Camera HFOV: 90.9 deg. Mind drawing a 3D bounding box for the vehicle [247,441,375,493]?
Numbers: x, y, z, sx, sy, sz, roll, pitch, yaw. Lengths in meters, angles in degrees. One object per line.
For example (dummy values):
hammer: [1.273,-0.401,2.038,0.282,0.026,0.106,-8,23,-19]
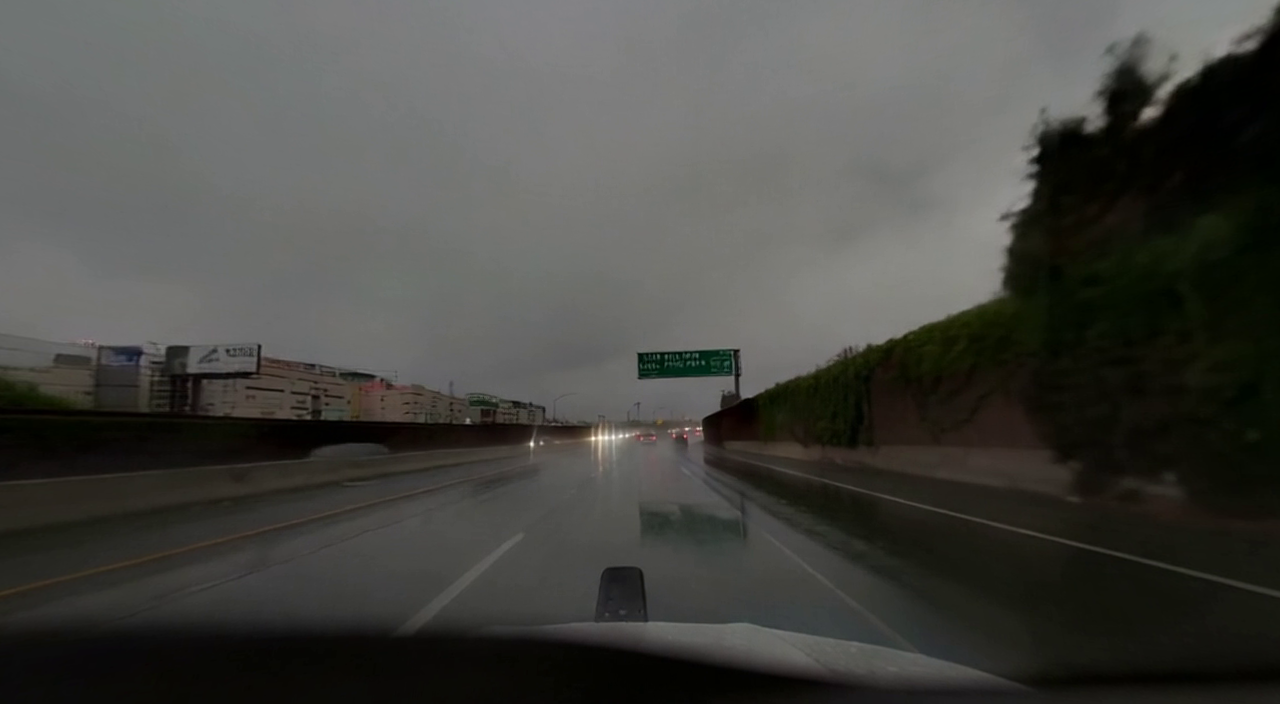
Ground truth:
vehicle: [-10.390,3.629,20.318,1.856,1.476,4.095,0,-8,1]
